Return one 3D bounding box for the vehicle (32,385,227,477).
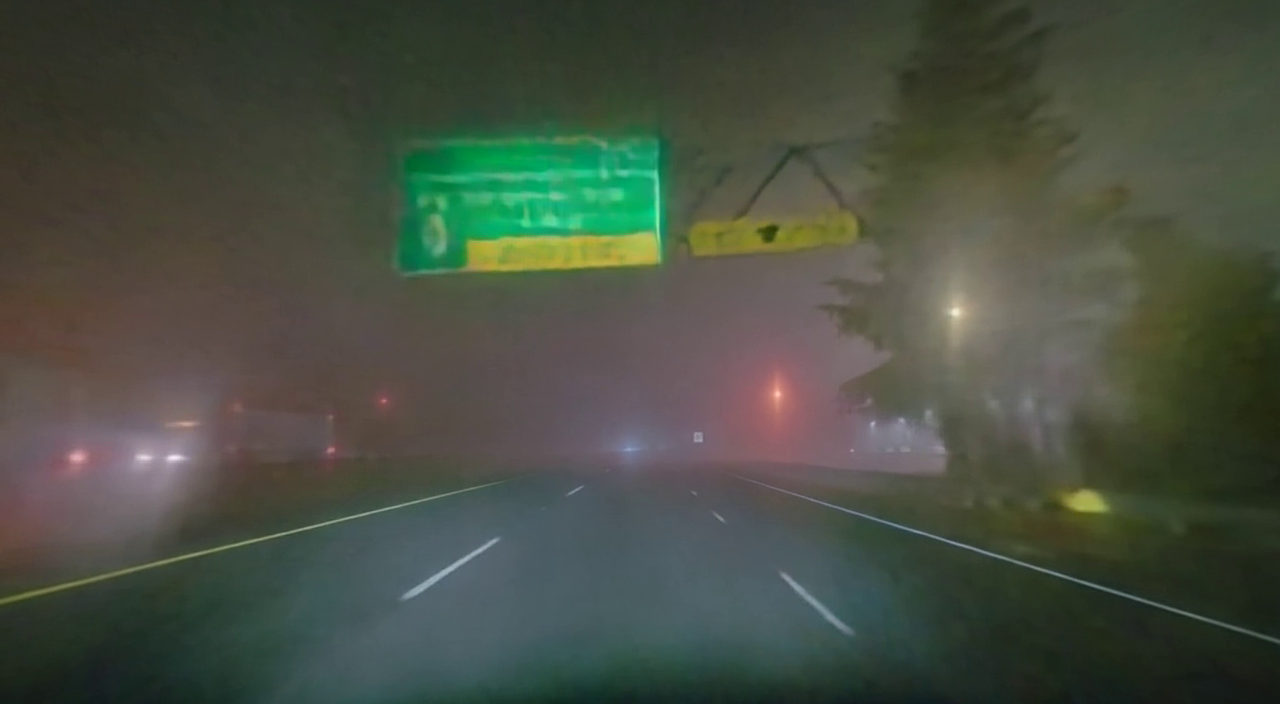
[{"bbox_3d":[-24.824,3.998,31.337,3.001,3.995,7.503,0,-8,2],"label":"vehicle"}]

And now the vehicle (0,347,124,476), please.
[{"bbox_3d":[-21.307,1.293,15.845,2.889,3.945,15.988,0,-9,1],"label":"vehicle"}]
